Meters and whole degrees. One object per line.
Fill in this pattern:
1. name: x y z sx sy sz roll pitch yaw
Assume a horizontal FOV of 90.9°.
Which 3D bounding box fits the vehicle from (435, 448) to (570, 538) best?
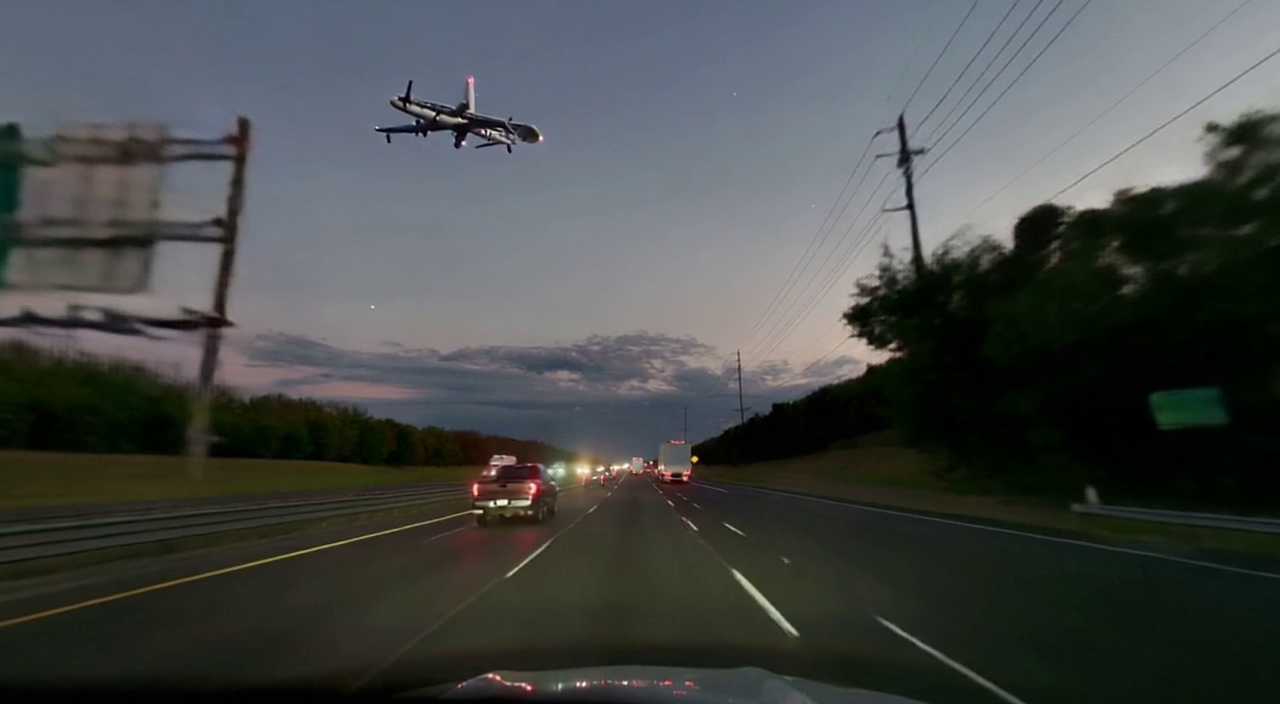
1. vehicle: -2.941 3.180 14.616 2.065 1.722 4.441 1 -11 1
